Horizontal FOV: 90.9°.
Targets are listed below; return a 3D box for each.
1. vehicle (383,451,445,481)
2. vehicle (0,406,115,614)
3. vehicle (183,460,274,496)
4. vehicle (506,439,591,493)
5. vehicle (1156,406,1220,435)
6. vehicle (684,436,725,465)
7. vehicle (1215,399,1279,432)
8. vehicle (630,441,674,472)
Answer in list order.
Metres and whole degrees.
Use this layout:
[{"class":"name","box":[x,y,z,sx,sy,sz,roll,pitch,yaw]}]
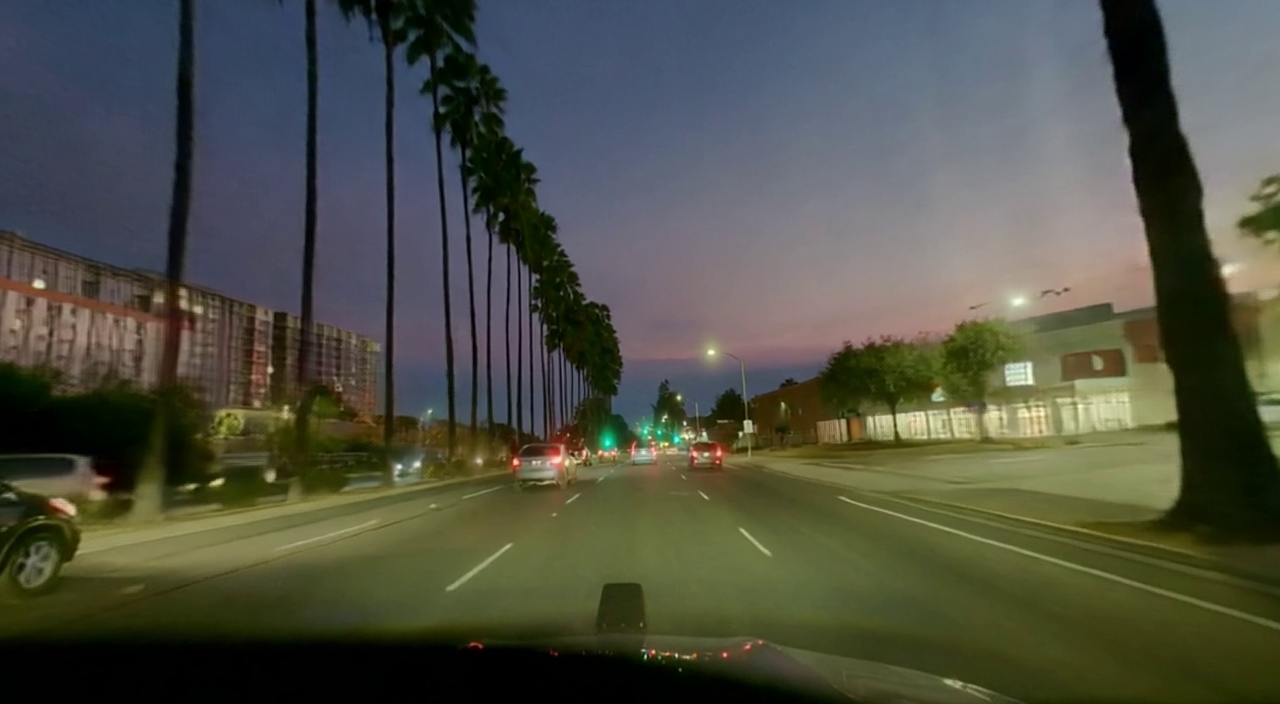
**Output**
[{"class":"vehicle","box":[-13.813,6.946,38.842,2.026,1.641,4.619,-1,-8,1]},{"class":"vehicle","box":[-6.440,1.167,4.125,2.030,1.730,4.506,-1,-8,1]},{"class":"vehicle","box":[-20.589,6.270,31.757,1.779,1.562,4.003,-1,-8,1]},{"class":"vehicle","box":[-2.790,3.566,20.156,1.908,1.505,4.369,-1,-8,2]},{"class":"vehicle","box":[31.344,3.971,36.159,1.849,1.462,3.814,-5,-9,28]},{"class":"vehicle","box":[4.159,6.443,41.339,2.108,1.785,4.334,0,-8,-1]},{"class":"vehicle","box":[33.861,3.533,34.768,1.939,1.625,4.341,-5,-9,27]},{"class":"vehicle","box":[0.588,5.420,32.905,2.147,1.507,3.953,0,-8,0]}]
